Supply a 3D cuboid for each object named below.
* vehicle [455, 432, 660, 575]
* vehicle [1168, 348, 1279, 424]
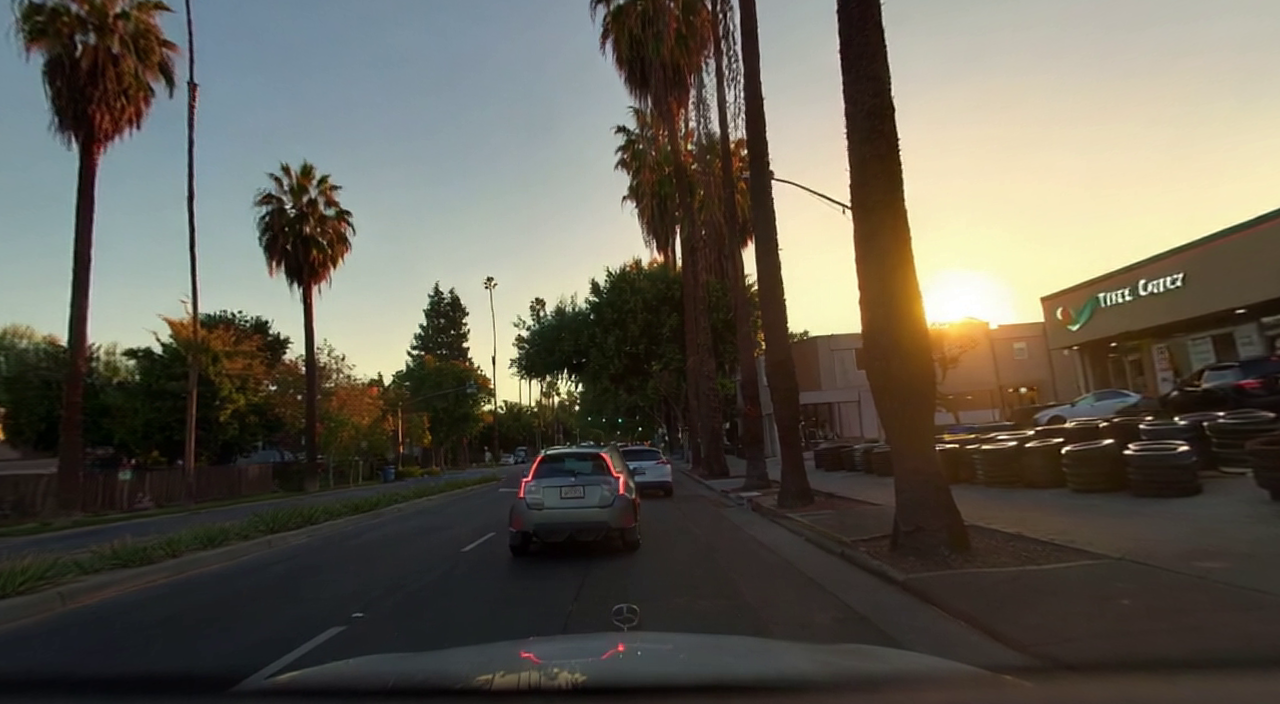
[{"bbox_3d":[-0.937,1.916,8.807,2.169,1.495,4.048,0,-9,-2],"label":"vehicle"},{"bbox_3d":[16.523,0.998,16.837,1.810,1.669,3.883,-1,-9,7],"label":"vehicle"}]
